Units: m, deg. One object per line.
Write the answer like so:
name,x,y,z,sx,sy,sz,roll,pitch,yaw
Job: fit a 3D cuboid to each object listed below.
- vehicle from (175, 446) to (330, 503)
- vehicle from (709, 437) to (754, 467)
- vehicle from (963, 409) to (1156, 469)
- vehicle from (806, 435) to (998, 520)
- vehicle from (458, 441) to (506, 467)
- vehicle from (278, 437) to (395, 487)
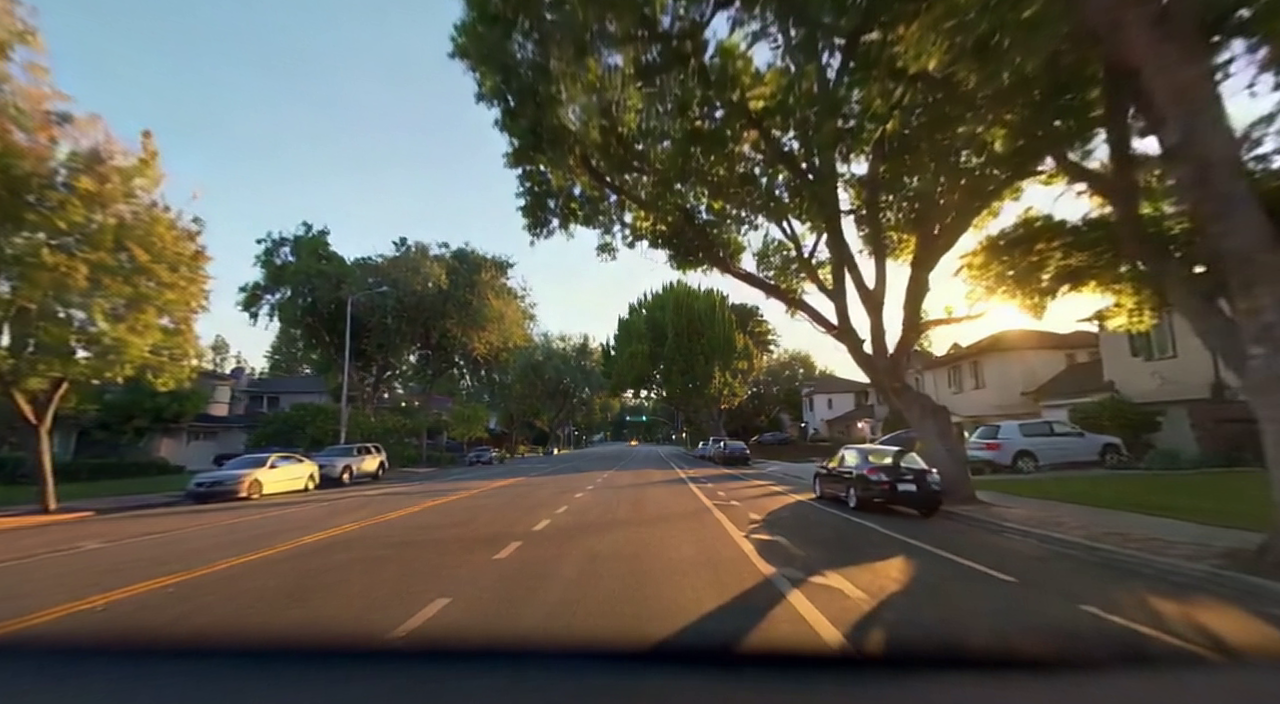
vehicle,-11.960,3.772,19.915,1.940,1.496,4.654,-2,-8,0
vehicle,5.275,5.814,36.974,1.885,1.603,5.235,0,-8,0
vehicle,13.828,2.922,21.027,4.940,1.764,1.977,-2,-9,0
vehicle,5.128,2.529,13.108,2.059,1.449,4.168,0,-10,-2
vehicle,-11.423,7.408,45.868,2.054,1.704,4.710,-3,-9,2
vehicle,-11.921,4.394,25.236,2.228,1.766,4.770,0,-10,1
